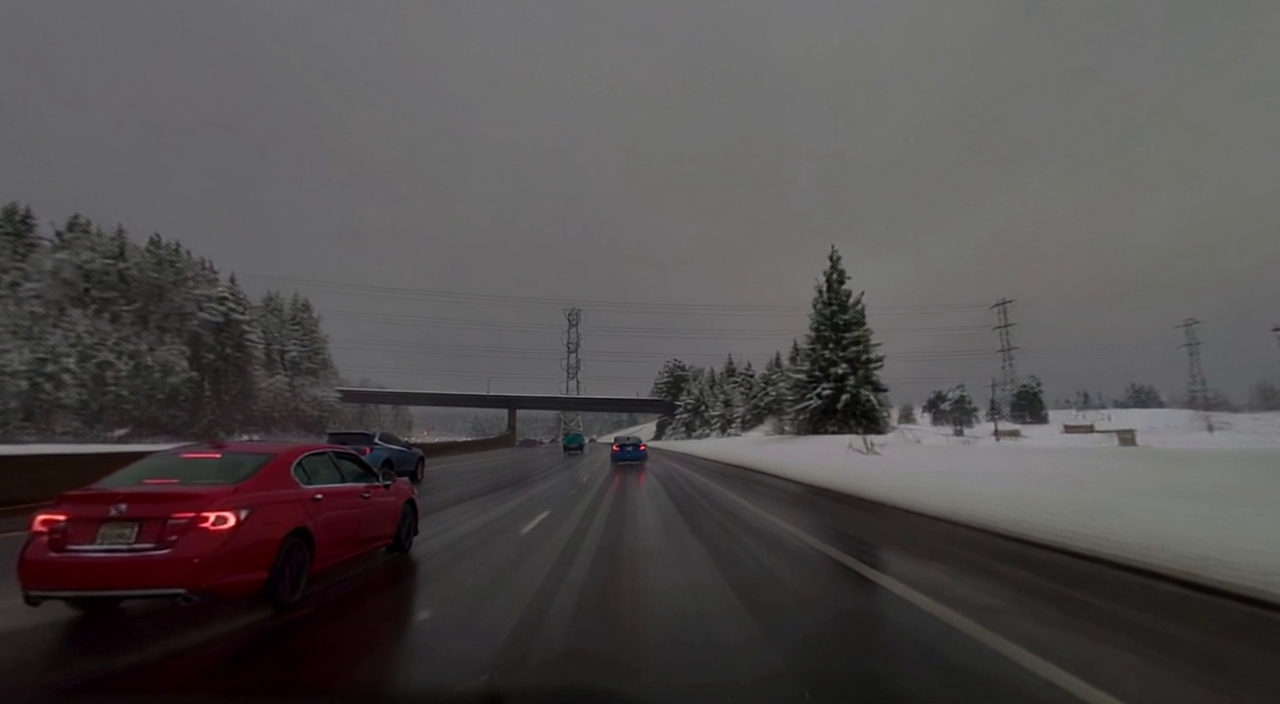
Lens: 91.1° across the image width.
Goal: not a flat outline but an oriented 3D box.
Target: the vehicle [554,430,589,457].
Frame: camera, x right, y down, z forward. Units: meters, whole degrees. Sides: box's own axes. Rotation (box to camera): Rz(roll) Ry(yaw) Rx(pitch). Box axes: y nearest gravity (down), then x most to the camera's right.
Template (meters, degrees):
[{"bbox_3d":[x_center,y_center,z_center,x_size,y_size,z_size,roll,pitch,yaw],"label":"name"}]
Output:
[{"bbox_3d":[-4.829,6.534,44.771,2.174,1.806,3.932,0,-8,-2],"label":"vehicle"}]

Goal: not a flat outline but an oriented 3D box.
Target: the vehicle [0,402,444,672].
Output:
[{"bbox_3d":[-3.610,1.362,5.901,2.035,1.514,4.600,0,-8,0],"label":"vehicle"}]

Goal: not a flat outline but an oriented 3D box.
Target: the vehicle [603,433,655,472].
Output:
[{"bbox_3d":[-0.488,4.118,25.968,1.954,1.460,3.983,0,-8,-2],"label":"vehicle"}]
